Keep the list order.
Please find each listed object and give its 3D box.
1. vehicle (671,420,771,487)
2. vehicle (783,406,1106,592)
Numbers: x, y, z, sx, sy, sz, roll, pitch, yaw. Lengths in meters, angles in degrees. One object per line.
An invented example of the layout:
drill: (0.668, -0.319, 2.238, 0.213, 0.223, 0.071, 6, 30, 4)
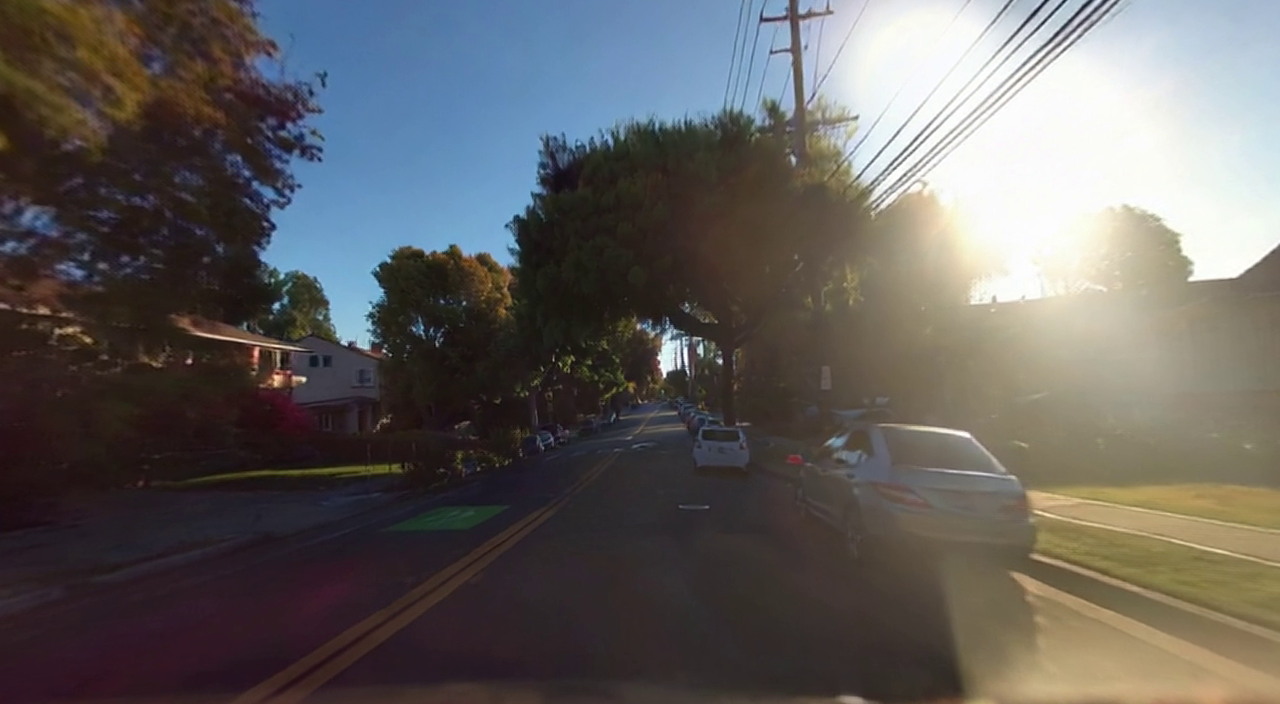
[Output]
vehicle: (2.333, 2.653, 16.882, 2.235, 1.500, 4.496, 0, -8, 13)
vehicle: (3.313, 1.670, 8.112, 1.909, 1.694, 4.472, 0, -8, 0)
